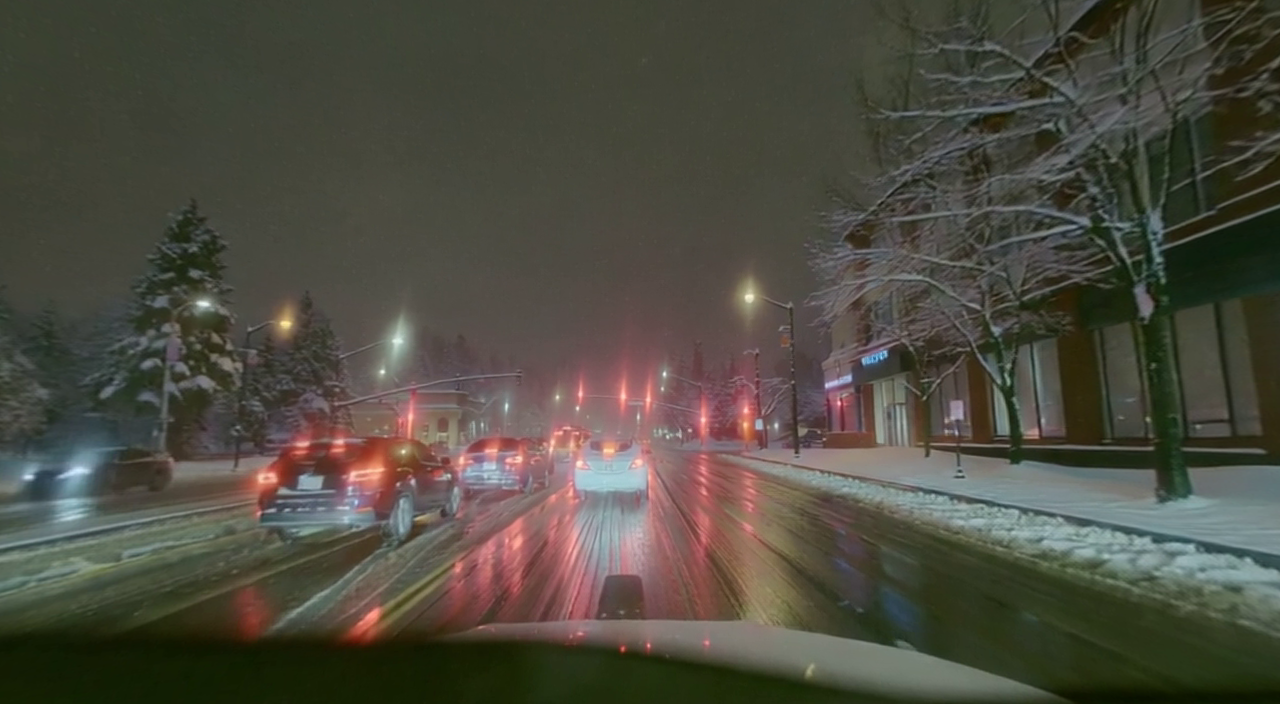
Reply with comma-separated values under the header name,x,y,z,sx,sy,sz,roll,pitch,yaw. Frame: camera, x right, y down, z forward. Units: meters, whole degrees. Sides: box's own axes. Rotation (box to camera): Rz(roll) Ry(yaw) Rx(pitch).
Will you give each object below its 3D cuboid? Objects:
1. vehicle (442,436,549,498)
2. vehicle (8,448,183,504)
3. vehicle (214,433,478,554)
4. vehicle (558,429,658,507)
name,x,y,z,sx,sy,sz,roll,pitch,yaw
vehicle,-3.768,3.073,17.258,1.950,1.487,4.130,0,-9,0
vehicle,-19.005,4.285,22.460,2.054,1.724,4.829,0,-9,-3
vehicle,-4.161,2.060,9.988,2.020,1.457,4.496,0,-9,0
vehicle,-0.665,2.662,14.873,2.042,1.555,3.912,0,-9,0
